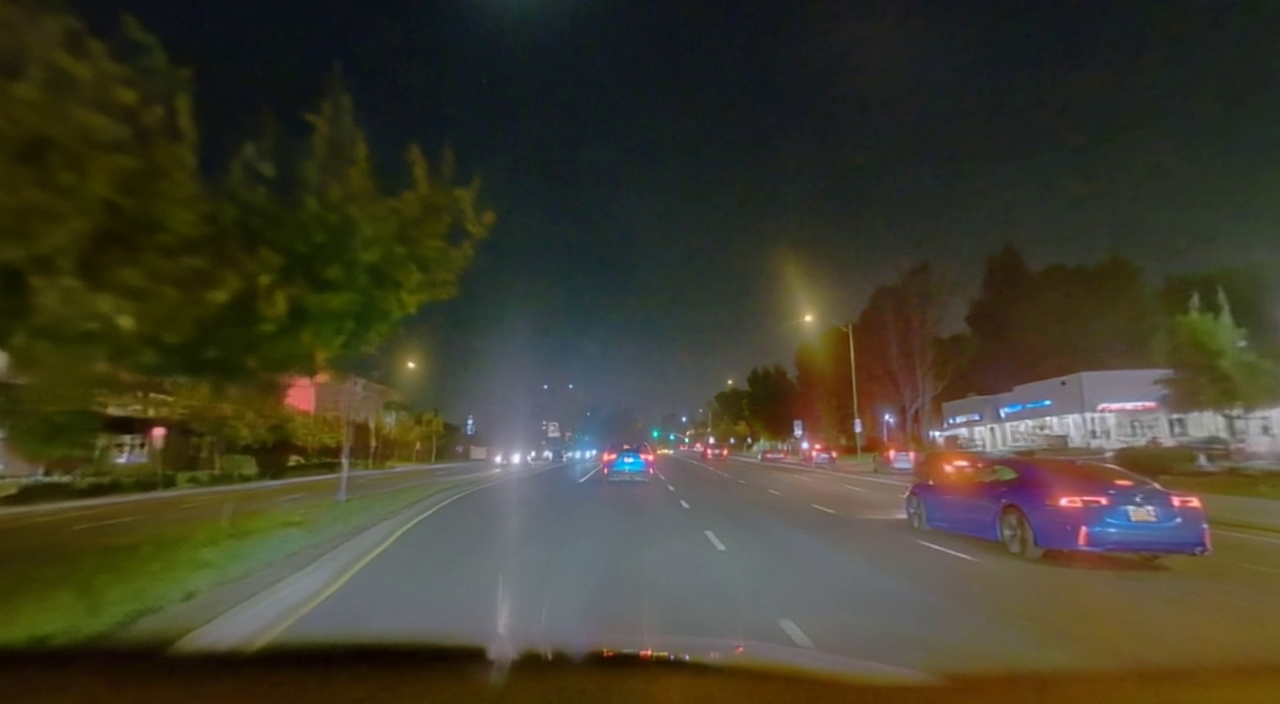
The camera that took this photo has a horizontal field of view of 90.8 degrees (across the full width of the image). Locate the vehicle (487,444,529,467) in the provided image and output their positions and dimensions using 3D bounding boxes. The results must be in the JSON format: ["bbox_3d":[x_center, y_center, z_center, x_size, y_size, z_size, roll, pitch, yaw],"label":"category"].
[{"bbox_3d":[-9.502,7.469,45.737,1.989,1.542,4.435,0,-9,1],"label":"vehicle"}]

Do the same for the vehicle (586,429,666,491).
[{"bbox_3d":[-0.458,3.404,20.209,2.266,1.762,4.131,0,-9,-2],"label":"vehicle"}]

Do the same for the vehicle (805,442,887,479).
[{"bbox_3d":[8.876,4.695,27.626,2.045,1.484,4.342,0,-9,-1],"label":"vehicle"}]

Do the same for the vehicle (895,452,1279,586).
[{"bbox_3d":[5.550,2.016,8.542,2.258,1.294,4.312,0,-9,-2],"label":"vehicle"}]

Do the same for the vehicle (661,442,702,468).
[{"bbox_3d":[2.396,6.072,37.401,2.078,1.471,4.142,0,-9,-1],"label":"vehicle"}]
